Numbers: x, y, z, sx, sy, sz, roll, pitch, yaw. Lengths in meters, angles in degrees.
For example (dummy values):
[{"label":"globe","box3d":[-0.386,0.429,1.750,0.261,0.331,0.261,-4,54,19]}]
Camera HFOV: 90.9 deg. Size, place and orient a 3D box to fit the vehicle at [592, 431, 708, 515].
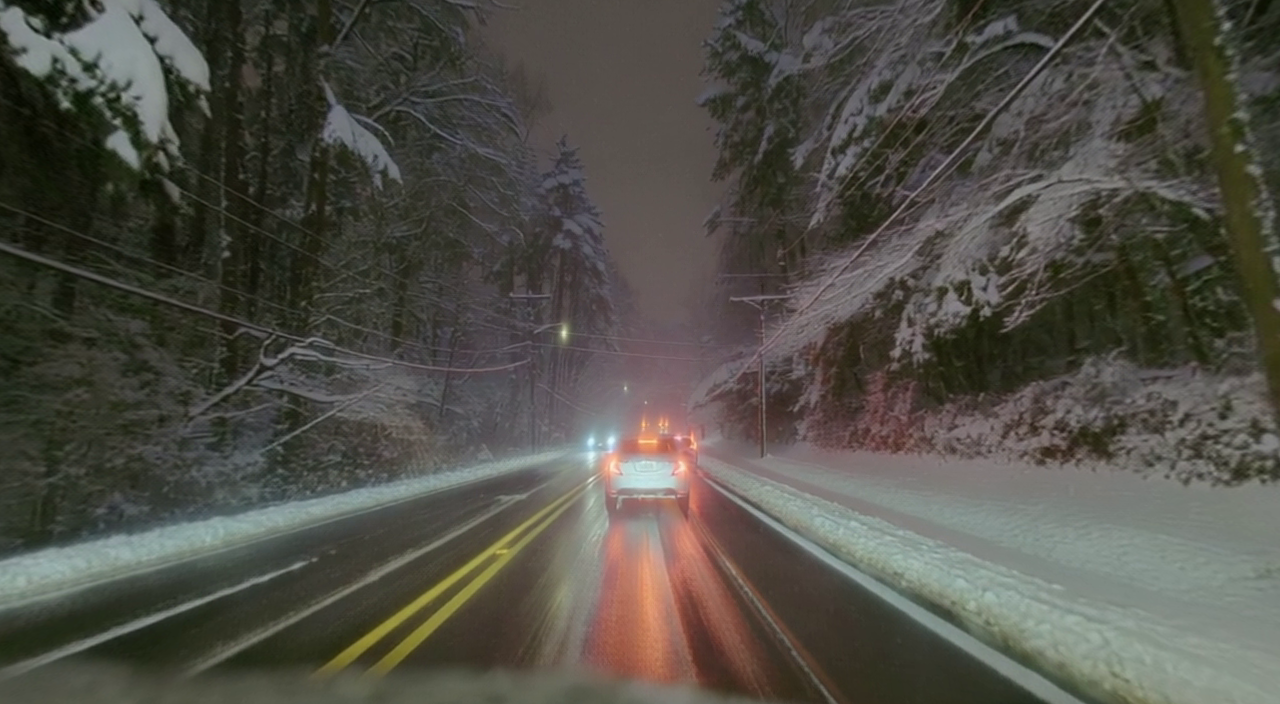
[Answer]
[{"label":"vehicle","box3d":[0.163,2.459,13.289,2.081,1.503,3.726,0,-8,-1]}]
